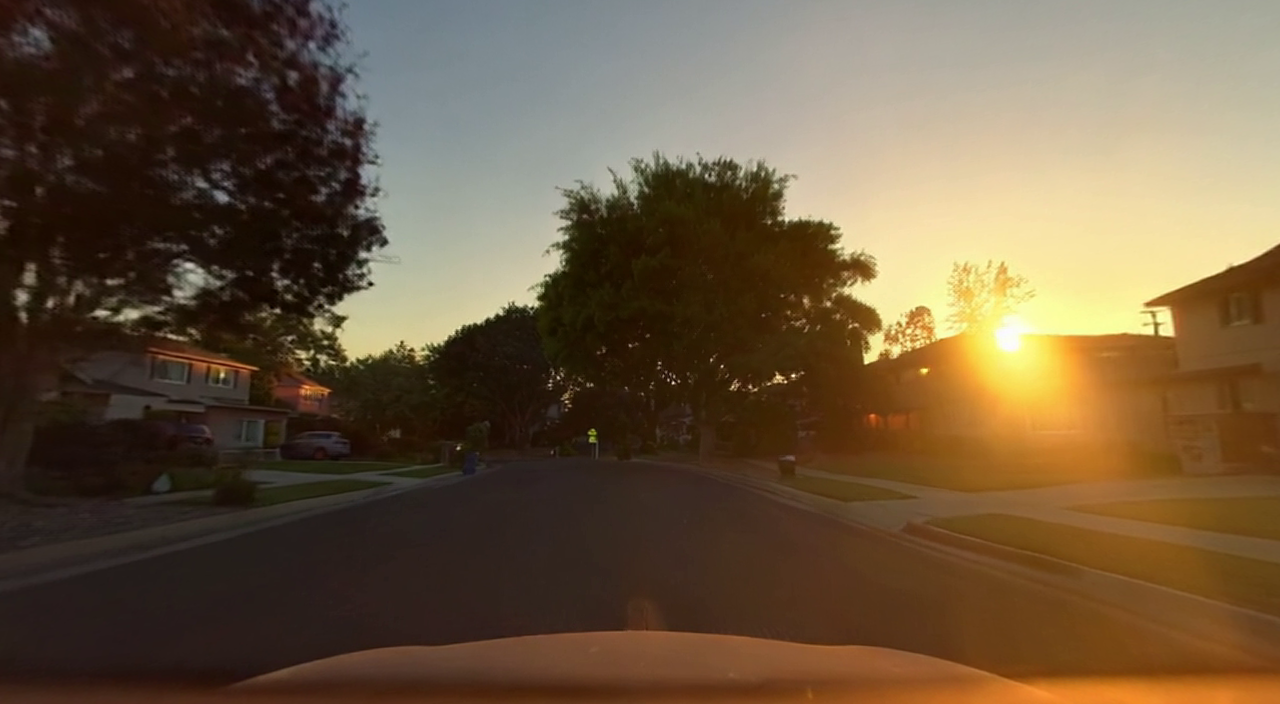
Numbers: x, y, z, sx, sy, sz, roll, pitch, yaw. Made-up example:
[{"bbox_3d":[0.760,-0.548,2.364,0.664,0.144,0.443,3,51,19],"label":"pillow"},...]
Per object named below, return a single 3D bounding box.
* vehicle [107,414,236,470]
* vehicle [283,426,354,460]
[{"bbox_3d":[-17.845,3.474,24.327,2.276,1.948,4.164,2,-9,-11],"label":"vehicle"},{"bbox_3d":[-19.903,5.676,39.271,2.407,1.912,5.091,1,-9,-9],"label":"vehicle"}]
